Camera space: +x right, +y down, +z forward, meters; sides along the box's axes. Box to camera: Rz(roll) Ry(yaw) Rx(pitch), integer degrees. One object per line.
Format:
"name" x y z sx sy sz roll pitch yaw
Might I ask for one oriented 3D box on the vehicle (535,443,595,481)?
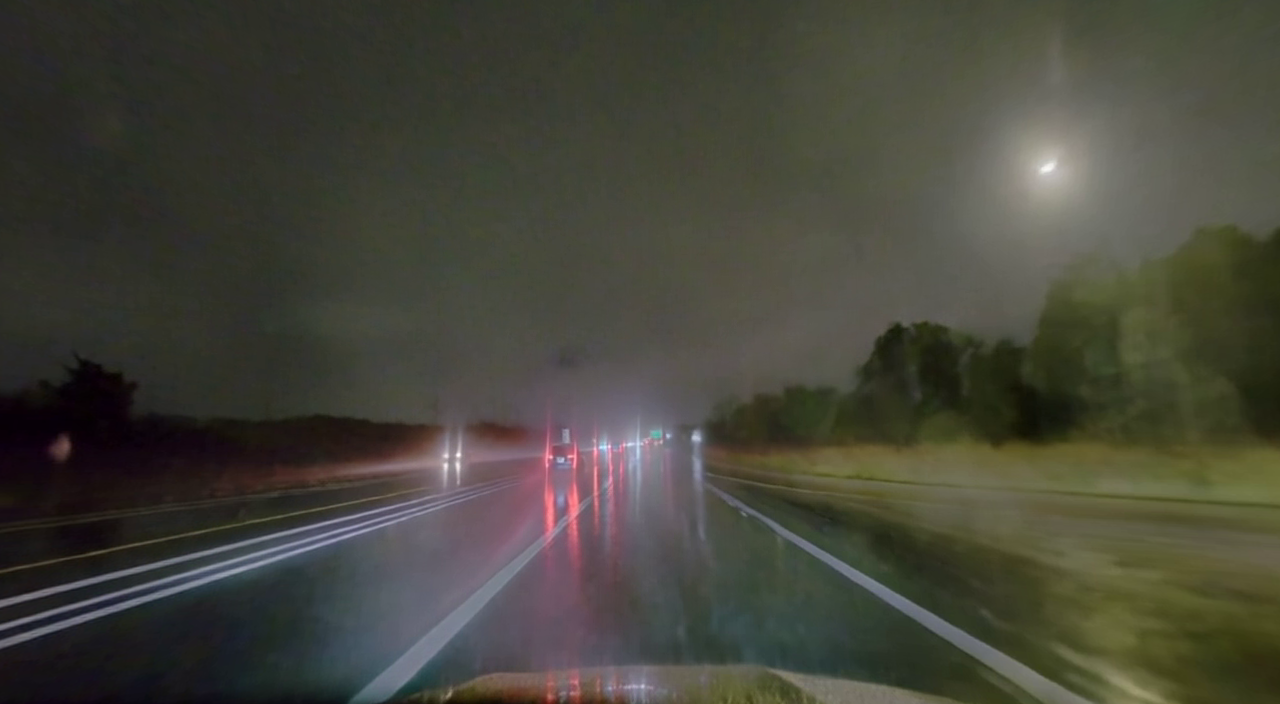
"vehicle" -3.254 4.884 28.245 2.044 1.527 4.607 0 -9 2
